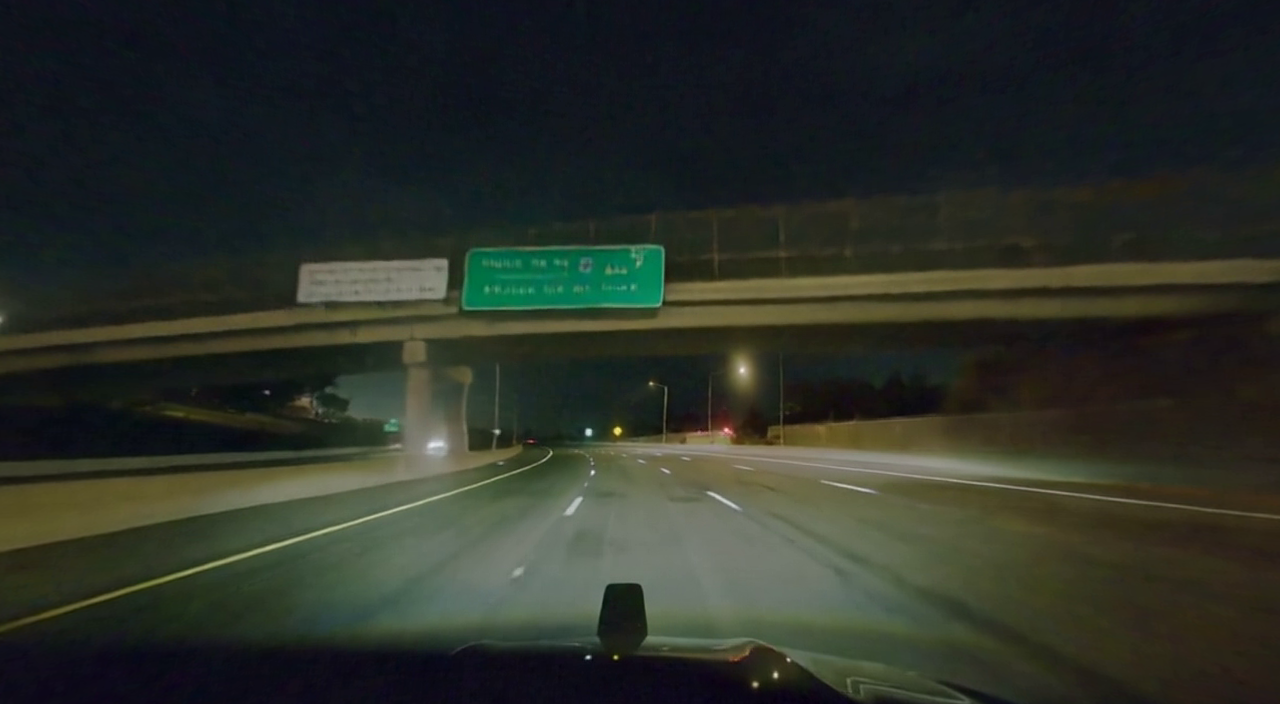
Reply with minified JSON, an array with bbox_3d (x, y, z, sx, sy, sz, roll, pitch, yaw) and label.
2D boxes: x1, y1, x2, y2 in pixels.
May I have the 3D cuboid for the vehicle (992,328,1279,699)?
[{"bbox_3d":[3.983,0.721,2.788,2.039,1.701,4.834,-1,-8,0],"label":"vehicle"}]
